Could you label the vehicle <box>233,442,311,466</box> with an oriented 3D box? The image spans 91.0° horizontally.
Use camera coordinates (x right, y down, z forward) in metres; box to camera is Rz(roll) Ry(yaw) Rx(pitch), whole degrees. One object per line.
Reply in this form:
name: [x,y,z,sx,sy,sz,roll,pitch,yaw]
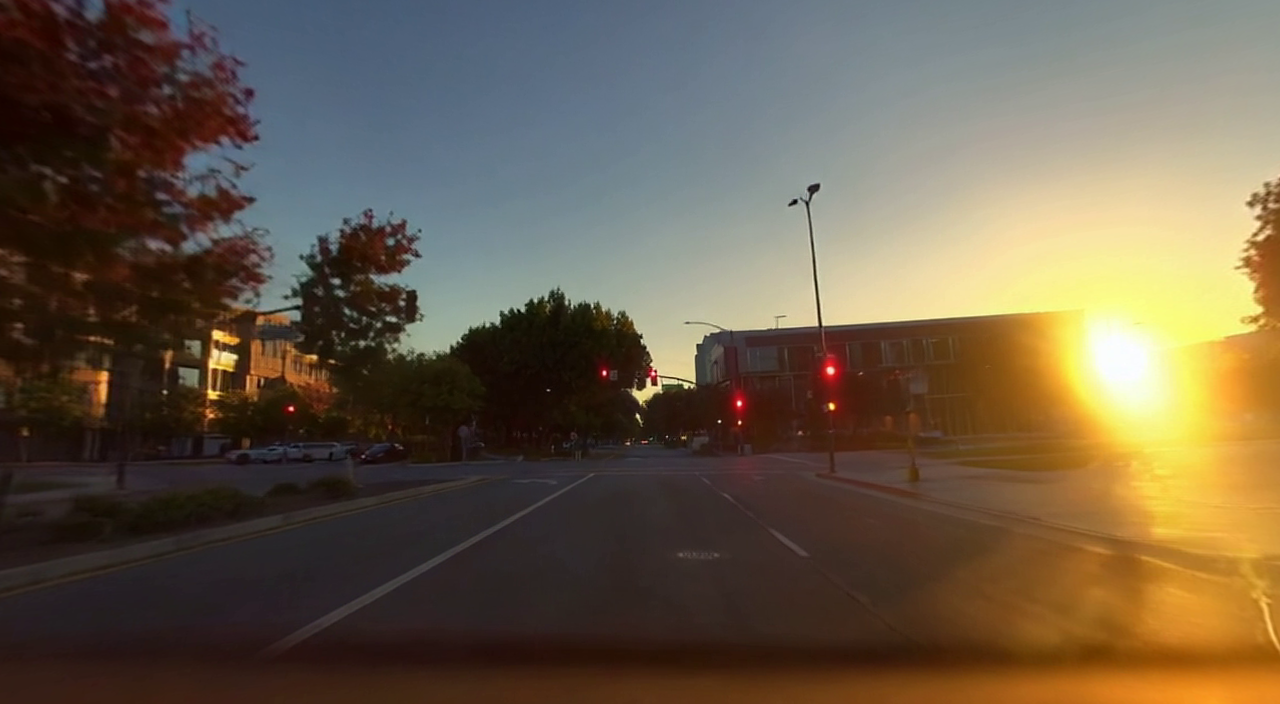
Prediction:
vehicle: [-27.913,7.745,47.900,4.603,1.666,1.972,0,-8,-4]
